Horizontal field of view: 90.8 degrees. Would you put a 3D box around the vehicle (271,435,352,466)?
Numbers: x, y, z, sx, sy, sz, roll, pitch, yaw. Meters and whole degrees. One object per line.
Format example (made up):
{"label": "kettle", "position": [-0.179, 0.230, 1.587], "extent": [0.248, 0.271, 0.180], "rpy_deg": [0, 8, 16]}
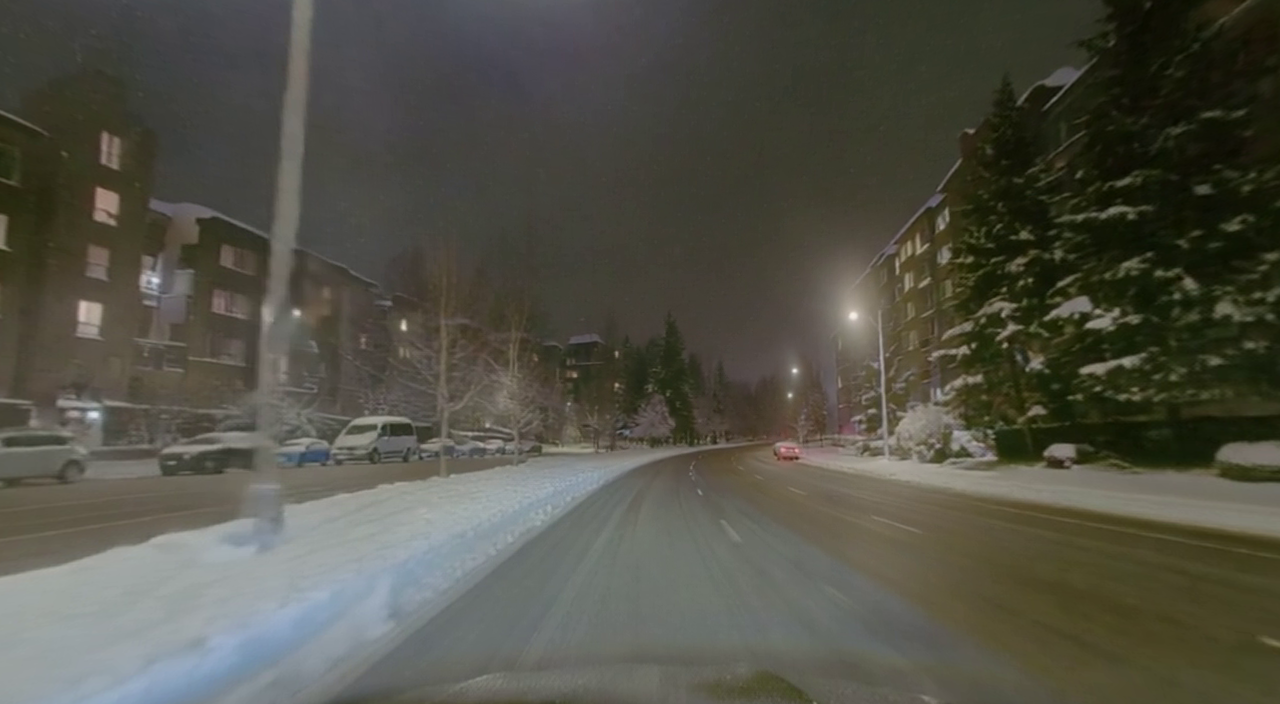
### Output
{"label": "vehicle", "position": [-17.833, 5.388, 34.555], "extent": [1.808, 1.531, 4.366], "rpy_deg": [1, -9, 3]}

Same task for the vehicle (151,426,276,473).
{"label": "vehicle", "position": [-18.348, 4.217, 27.519], "extent": [2.001, 1.836, 4.746], "rpy_deg": [0, -9, 2]}

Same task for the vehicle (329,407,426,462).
{"label": "vehicle", "position": [-17.103, 5.484, 41.771], "extent": [2.766, 3.279, 6.821], "rpy_deg": [0, -8, 6]}

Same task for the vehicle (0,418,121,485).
{"label": "vehicle", "position": [-18.526, 2.890, 18.289], "extent": [2.295, 1.809, 5.236], "rpy_deg": [0, -9, 3]}
